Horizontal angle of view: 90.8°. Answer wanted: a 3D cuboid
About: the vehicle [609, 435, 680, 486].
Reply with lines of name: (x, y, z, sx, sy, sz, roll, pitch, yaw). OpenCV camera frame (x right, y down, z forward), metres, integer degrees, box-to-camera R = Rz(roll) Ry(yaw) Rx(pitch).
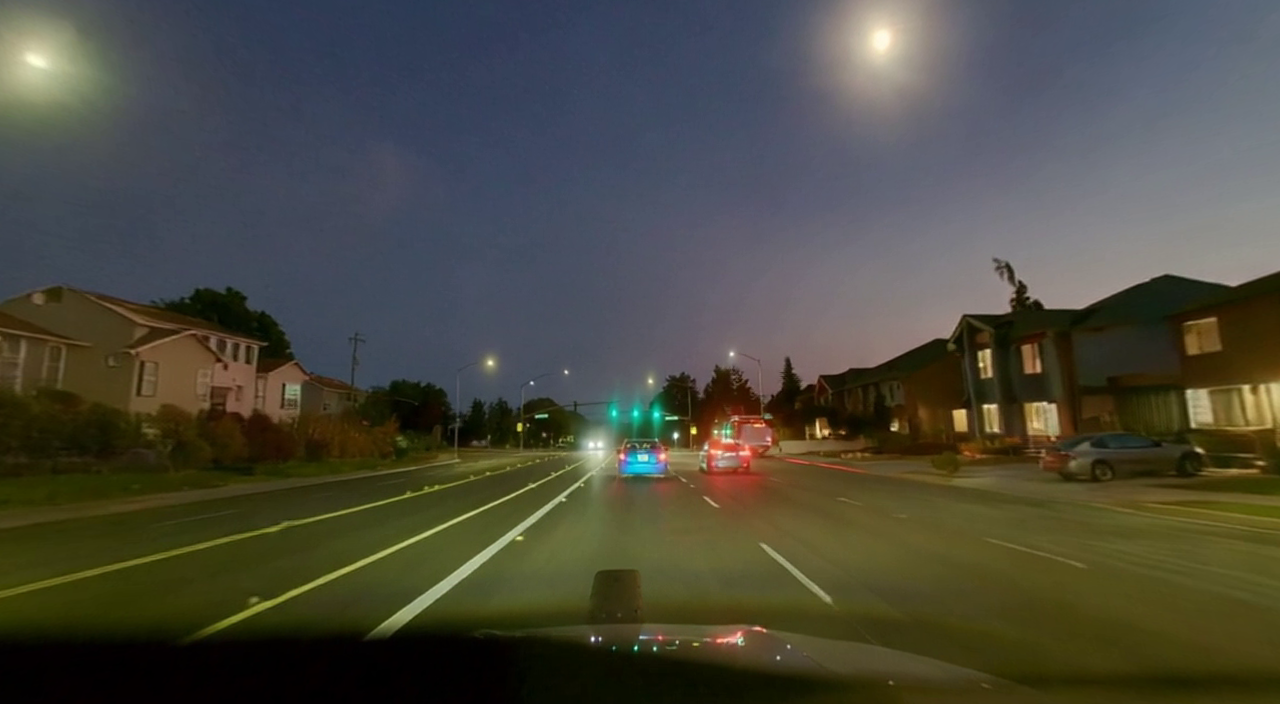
vehicle: (0.129, 3.507, 20.684, 2.093, 1.497, 4.010, 0, -9, 0)

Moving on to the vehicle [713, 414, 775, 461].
vehicle: (7.871, 6.781, 49.547, 2.940, 3.202, 12.480, 0, -9, 1)

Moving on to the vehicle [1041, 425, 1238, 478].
vehicle: (15.228, 3.057, 19.450, 4.456, 1.520, 1.911, 0, -9, -2)

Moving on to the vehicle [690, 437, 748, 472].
vehicle: (3.581, 4.758, 29.480, 2.161, 1.519, 4.568, 0, -9, 0)
